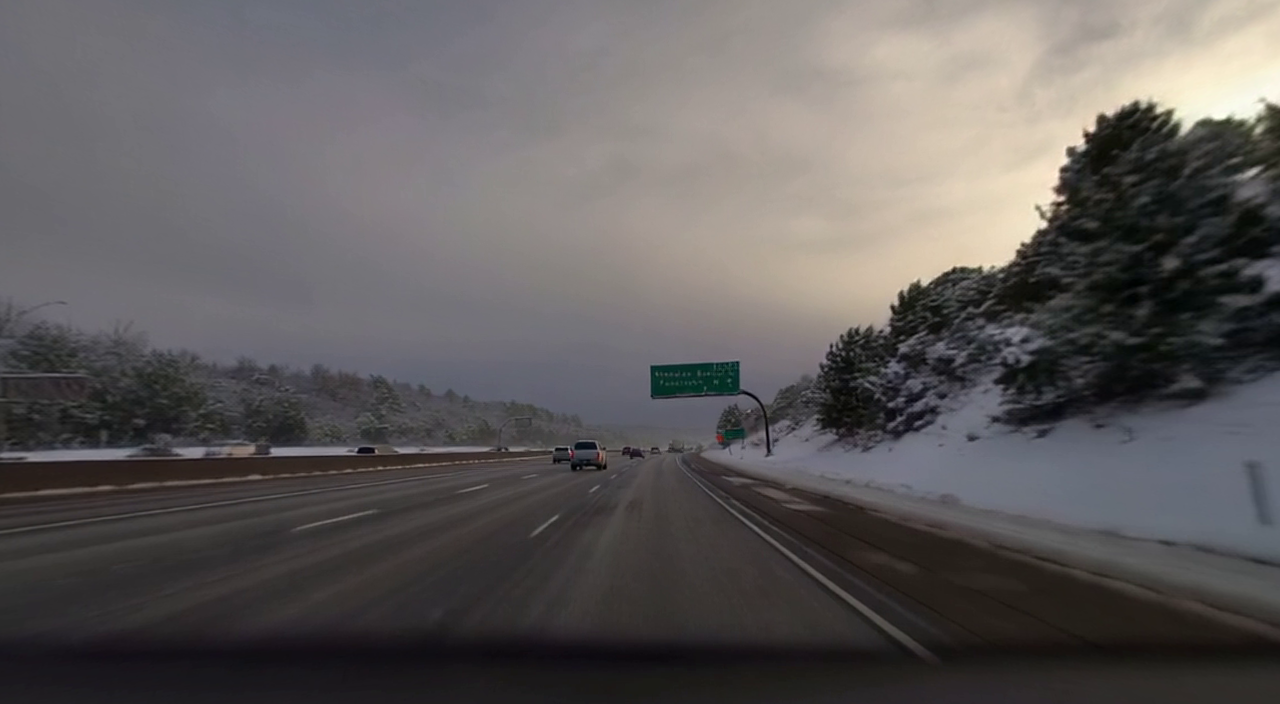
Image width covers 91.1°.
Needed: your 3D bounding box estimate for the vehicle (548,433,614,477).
[{"bbox_3d":[-2.658,4.826,29.604,2.413,1.896,5.218,0,-9,2],"label":"vehicle"}]
